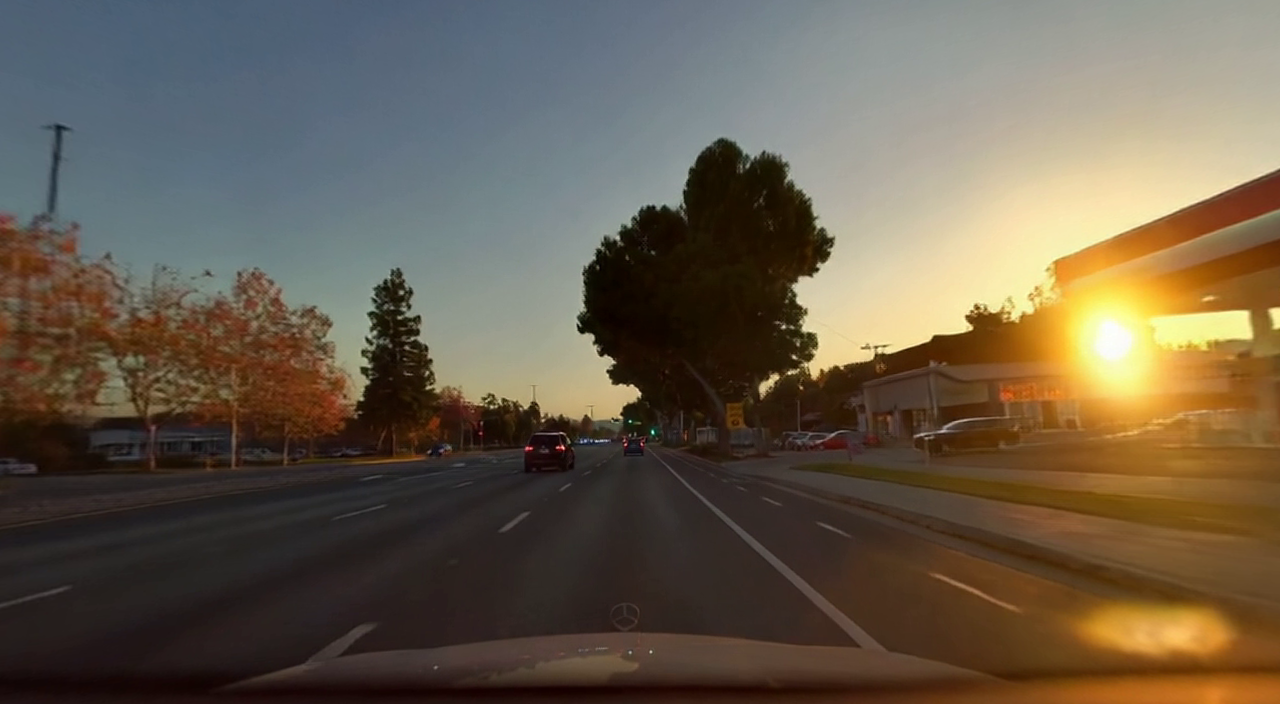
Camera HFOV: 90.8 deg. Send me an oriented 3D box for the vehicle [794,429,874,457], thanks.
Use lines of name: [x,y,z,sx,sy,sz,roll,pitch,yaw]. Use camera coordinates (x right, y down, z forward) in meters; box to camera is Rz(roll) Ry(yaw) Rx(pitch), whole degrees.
vehicle: [12.873,6.069,42.093,4.612,1.491,2.061,-4,-8,2]

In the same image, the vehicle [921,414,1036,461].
vehicle: [14.347,3.706,27.196,2.041,1.793,5.054,0,-8,-2]

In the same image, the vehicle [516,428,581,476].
vehicle: [-3.648,4.080,26.003,1.985,1.772,4.479,0,-8,0]
